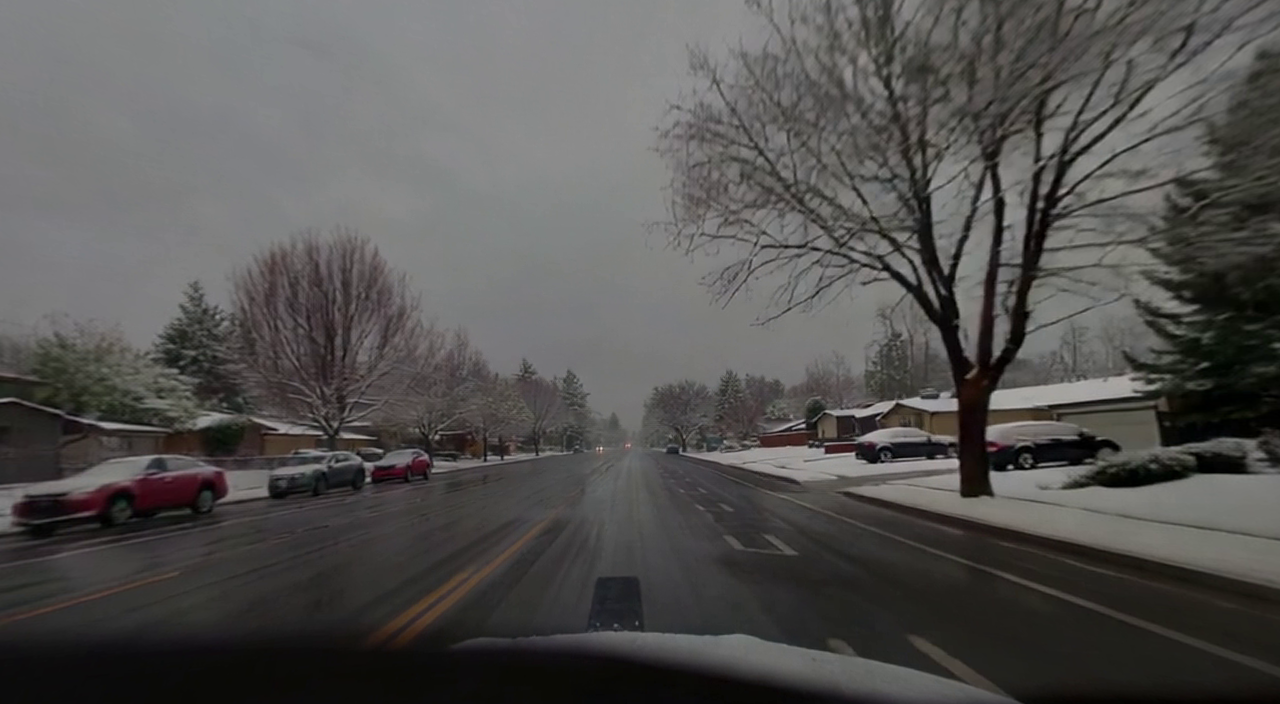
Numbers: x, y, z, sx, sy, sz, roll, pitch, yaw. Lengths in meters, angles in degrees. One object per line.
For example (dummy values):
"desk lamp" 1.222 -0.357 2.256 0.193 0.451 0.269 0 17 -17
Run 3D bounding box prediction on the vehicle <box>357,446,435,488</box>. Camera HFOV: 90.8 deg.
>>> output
"vehicle" -12.295 5.780 32.191 2.105 1.930 4.541 0 -8 0

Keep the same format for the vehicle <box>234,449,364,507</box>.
"vehicle" -12.132 4.455 22.965 2.007 1.663 5.077 -2 -7 -1

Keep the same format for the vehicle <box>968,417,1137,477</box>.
"vehicle" 14.542 3.356 22.476 4.498 1.831 2.059 -2 -8 -1

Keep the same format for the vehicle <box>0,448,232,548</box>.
"vehicle" -12.145 3.226 14.797 1.962 1.735 4.927 -2 -7 -1

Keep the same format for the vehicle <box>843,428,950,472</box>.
"vehicle" 12.200 4.657 30.244 4.194 1.850 1.951 -2 -7 -4
